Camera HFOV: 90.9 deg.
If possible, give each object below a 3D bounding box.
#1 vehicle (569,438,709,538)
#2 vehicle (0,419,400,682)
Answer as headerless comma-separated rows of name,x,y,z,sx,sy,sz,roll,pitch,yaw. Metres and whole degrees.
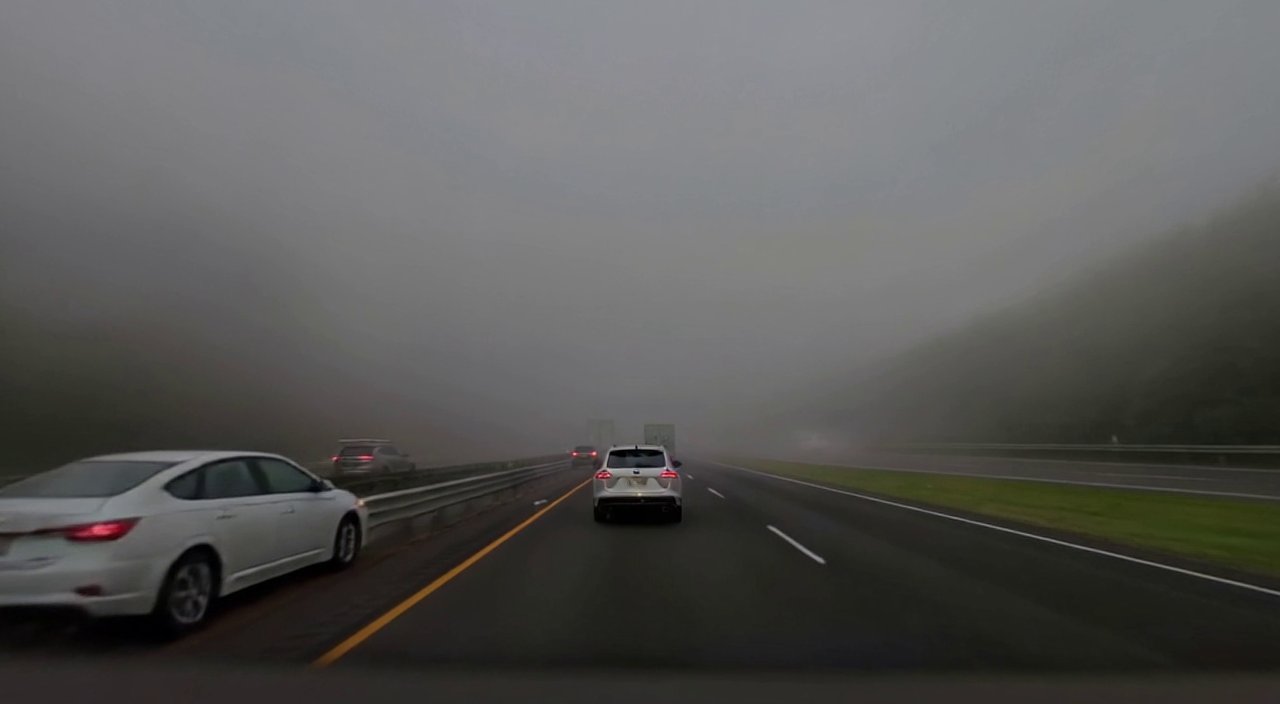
vehicle,-0.040,2.318,11.334,2.057,1.449,3.931,0,-9,-1
vehicle,-4.084,1.499,5.906,1.929,1.509,4.331,0,-9,1
